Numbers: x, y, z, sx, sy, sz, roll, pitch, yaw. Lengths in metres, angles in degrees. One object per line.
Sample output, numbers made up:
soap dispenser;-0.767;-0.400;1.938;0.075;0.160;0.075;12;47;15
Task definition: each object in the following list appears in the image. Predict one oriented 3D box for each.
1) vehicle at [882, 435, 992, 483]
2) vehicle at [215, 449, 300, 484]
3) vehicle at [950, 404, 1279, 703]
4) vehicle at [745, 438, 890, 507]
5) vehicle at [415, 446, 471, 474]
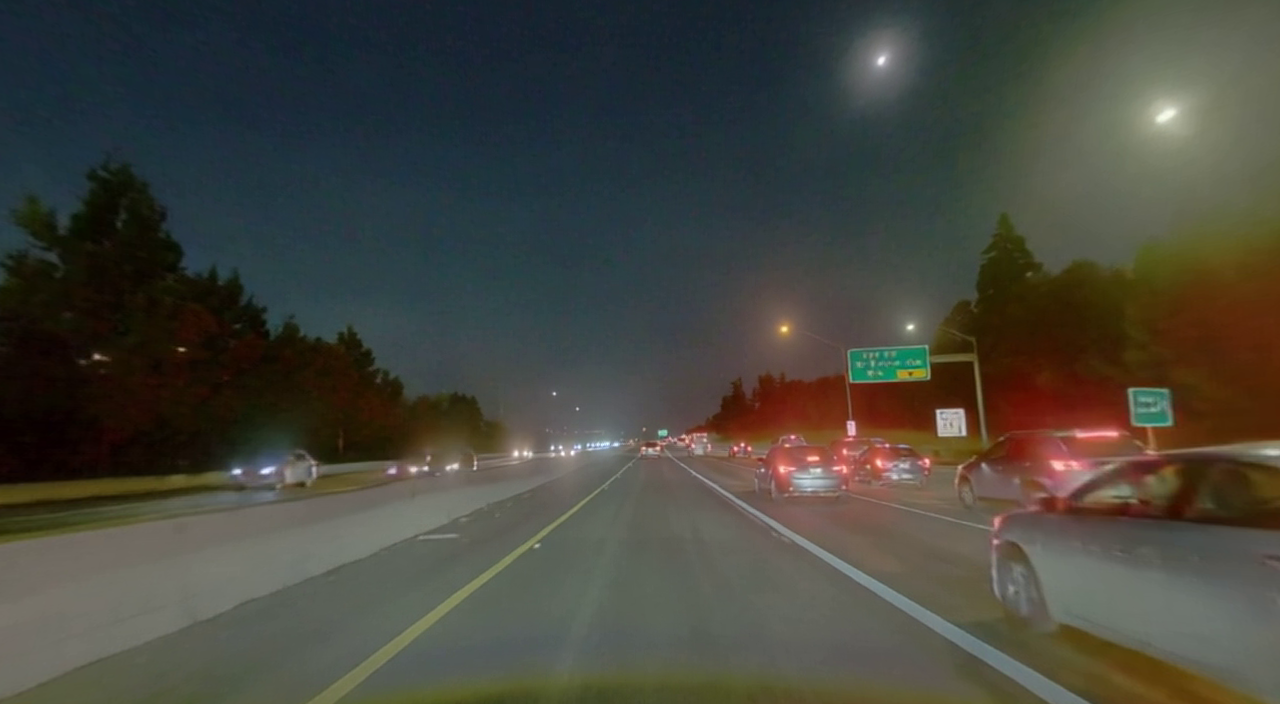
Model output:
vehicle;11.541;4.161;24.939;1.954;1.685;4.935;0;-8;0
vehicle;-21.130;6.318;35.076;1.945;1.756;4.348;0;-8;0
vehicle;3.463;0.940;2.388;2.198;1.467;4.675;0;-8;0
vehicle;4.284;2.994;16.256;2.223;1.483;5.075;0;-8;0
vehicle;-12.825;7.014;41.350;2.123;1.698;4.656;0;-8;0
